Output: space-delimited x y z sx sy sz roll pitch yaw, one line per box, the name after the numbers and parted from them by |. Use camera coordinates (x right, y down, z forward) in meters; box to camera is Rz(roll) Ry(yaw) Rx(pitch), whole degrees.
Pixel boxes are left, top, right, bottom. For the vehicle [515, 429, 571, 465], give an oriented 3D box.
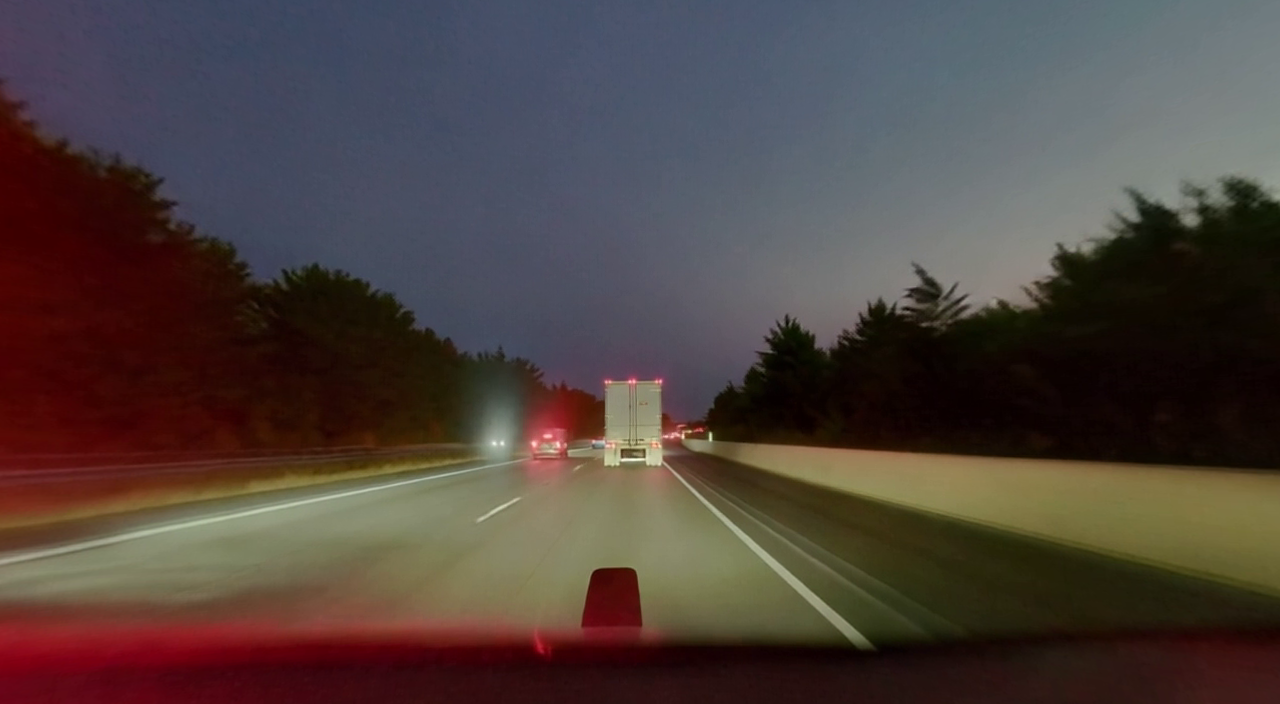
-4.901 4.878 32.504 2.138 1.697 4.587 0 -8 1 | vehicle

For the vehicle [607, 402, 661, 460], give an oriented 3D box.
-0.269 3.482 27.730 2.319 2.461 1.270 0 -8 -1 | vehicle
